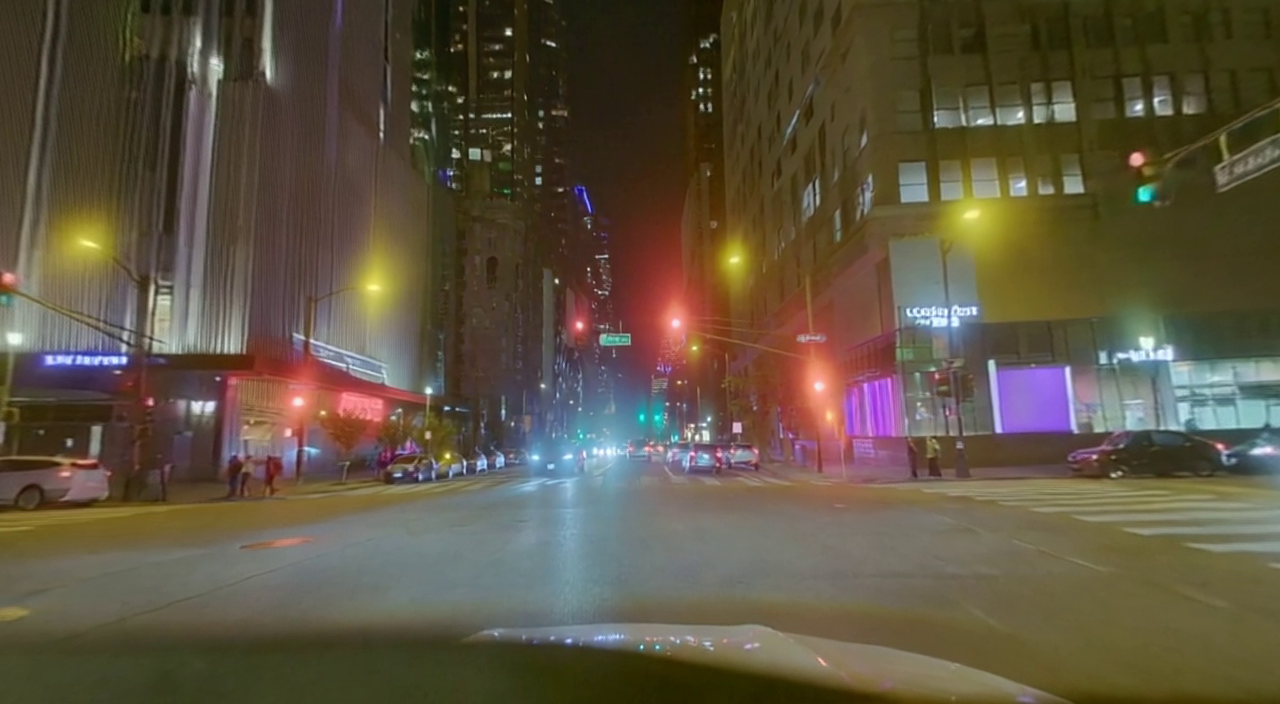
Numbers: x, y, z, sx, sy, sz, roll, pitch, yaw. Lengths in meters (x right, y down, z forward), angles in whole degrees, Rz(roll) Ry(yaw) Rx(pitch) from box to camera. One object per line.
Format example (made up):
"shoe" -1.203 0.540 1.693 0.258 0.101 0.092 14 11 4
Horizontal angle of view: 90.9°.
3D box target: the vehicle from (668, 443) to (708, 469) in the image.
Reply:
"vehicle" 2.713 6.007 36.589 1.919 1.371 3.583 0 -8 -2

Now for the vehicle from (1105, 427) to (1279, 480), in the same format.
"vehicle" 17.102 3.074 19.189 4.293 1.495 1.935 0 -9 0

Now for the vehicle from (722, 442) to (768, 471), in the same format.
"vehicle" 6.027 6.019 36.620 1.882 1.479 4.652 3 -8 0

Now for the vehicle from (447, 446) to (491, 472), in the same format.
"vehicle" -12.306 7.718 45.686 1.854 1.727 4.426 0 -8 1

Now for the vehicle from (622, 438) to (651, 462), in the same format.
"vehicle" -0.259 7.678 49.394 2.165 1.749 4.078 0 -8 0

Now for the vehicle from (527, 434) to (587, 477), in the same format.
"vehicle" -3.876 4.961 30.332 2.176 1.804 4.740 -2 -9 0

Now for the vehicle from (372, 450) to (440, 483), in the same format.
"vehicle" -12.721 6.201 34.543 2.118 1.644 4.188 0 -8 -1

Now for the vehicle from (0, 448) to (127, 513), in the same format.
"vehicle" -21.599 4.508 21.989 5.283 1.959 2.453 -3 -8 0
